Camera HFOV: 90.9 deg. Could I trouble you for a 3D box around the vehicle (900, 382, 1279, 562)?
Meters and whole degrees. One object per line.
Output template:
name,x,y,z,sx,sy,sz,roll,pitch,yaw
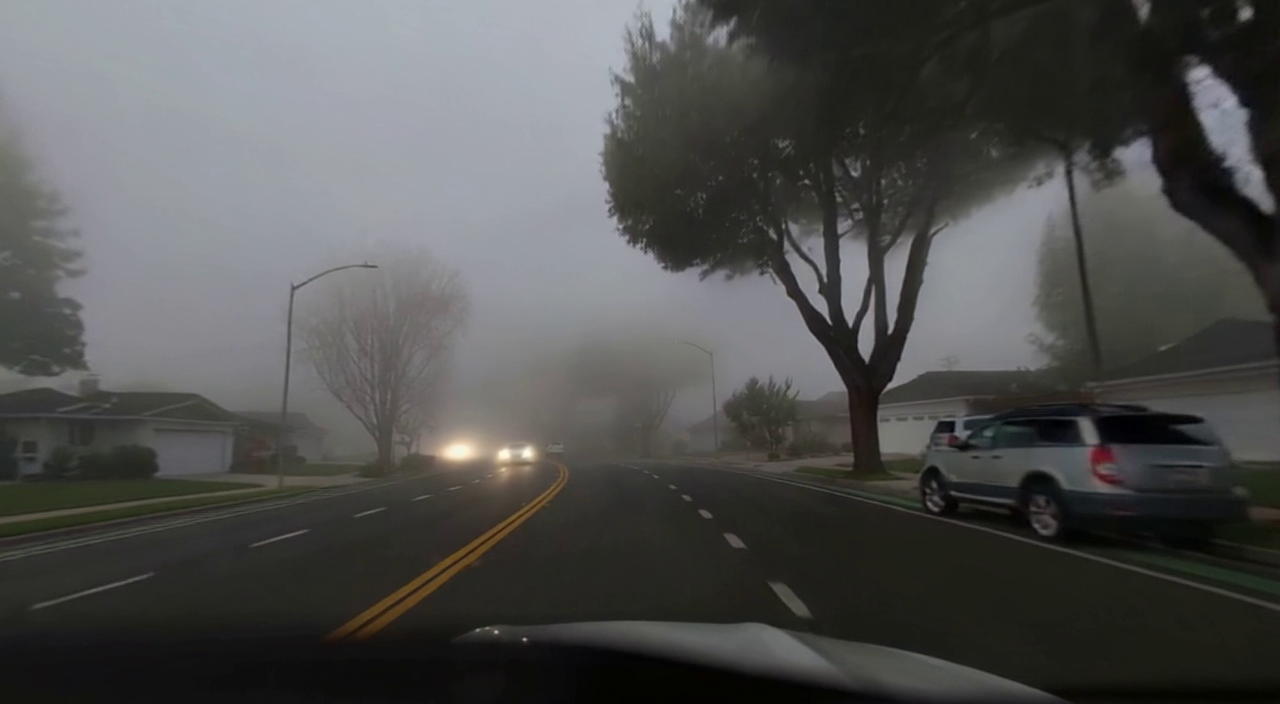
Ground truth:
vehicle,6.630,1.758,10.170,2.348,1.986,6.289,0,-8,2

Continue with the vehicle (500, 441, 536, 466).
vehicle,-7.861,6.436,40.269,2.043,1.470,4.338,2,-8,-13
